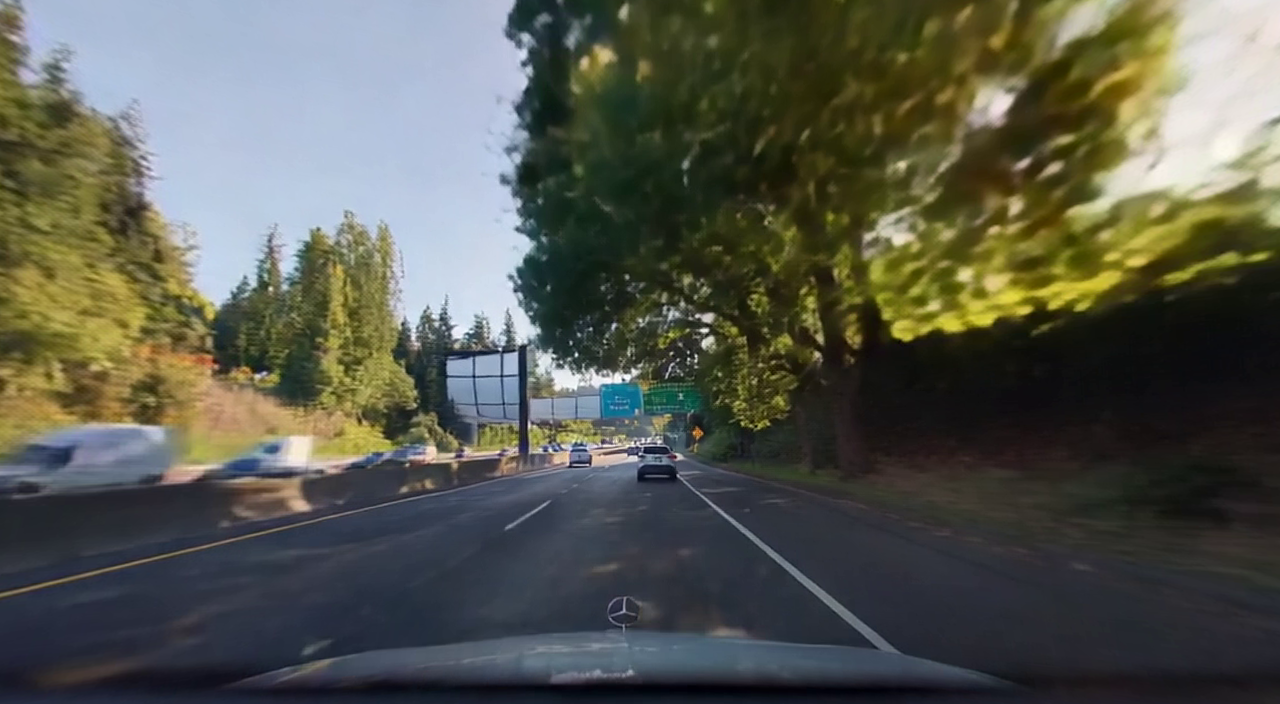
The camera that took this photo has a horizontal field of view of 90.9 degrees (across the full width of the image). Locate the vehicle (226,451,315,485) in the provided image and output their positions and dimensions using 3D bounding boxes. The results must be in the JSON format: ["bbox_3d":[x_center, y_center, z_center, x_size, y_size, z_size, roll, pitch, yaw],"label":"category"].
[{"bbox_3d":[-16.660,5.217,28.633,1.782,1.442,3.680,0,-9,0],"label":"vehicle"}]

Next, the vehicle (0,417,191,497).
[{"bbox_3d":[-20.763,3.972,24.081,2.353,2.613,6.328,0,-9,1],"label":"vehicle"}]

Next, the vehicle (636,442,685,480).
[{"bbox_3d":[0.854,4.631,26.900,1.960,1.456,3.818,0,-9,1],"label":"vehicle"}]

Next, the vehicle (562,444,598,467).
[{"bbox_3d":[-4.169,7.297,44.405,2.081,1.534,4.543,0,-9,1],"label":"vehicle"}]
